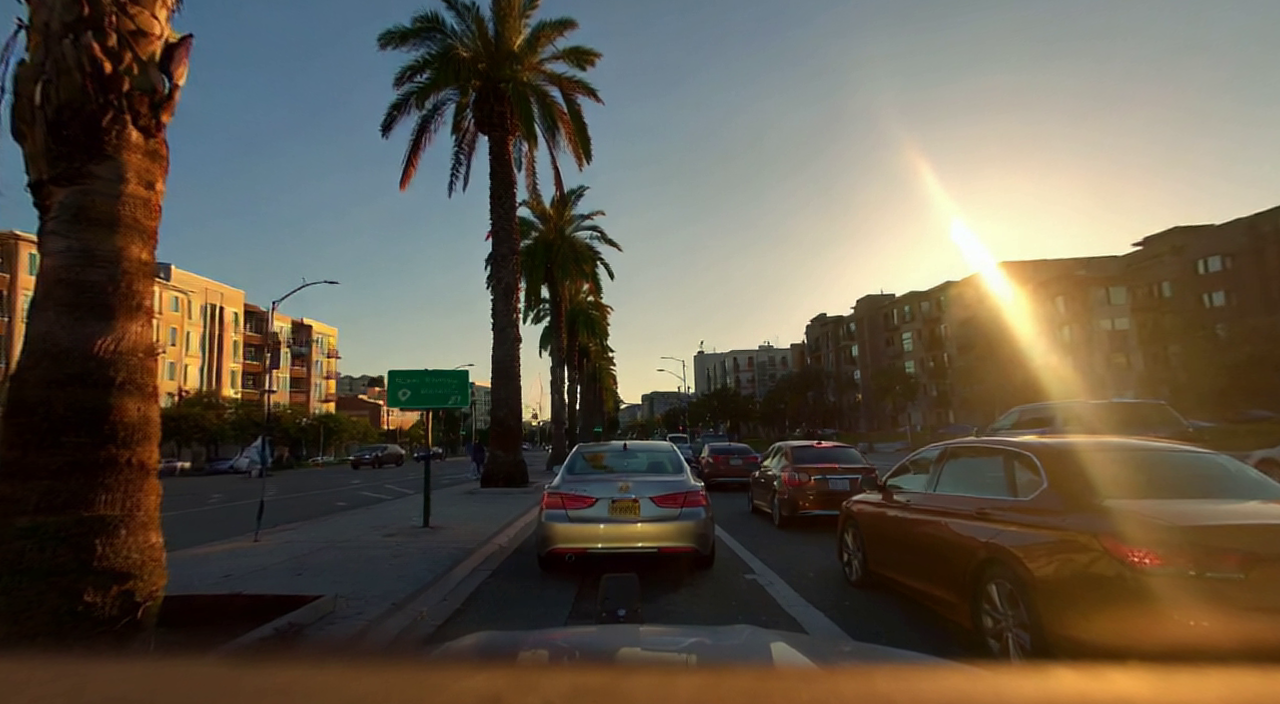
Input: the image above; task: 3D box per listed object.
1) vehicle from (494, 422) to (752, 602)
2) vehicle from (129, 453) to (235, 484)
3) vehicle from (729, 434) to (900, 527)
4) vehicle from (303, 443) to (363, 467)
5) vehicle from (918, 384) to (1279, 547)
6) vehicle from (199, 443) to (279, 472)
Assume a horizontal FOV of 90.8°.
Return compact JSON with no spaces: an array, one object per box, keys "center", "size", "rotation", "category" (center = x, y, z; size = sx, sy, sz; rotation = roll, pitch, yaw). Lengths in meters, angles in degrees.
[{"center":[-0.155,1.638,7.343],"size":[2.158,1.498,3.919],"rotation":[0,-8,0],"category":"vehicle"},{"center":[-23.732,6.012,33.000],"size":[1.972,1.425,4.765],"rotation":[0,-8,0],"category":"vehicle"},{"center":[3.088,2.368,12.270],"size":[1.925,1.451,4.436],"rotation":[0,-8,-2],"category":"vehicle"},{"center":[-23.974,8.044,49.644],"size":[2.055,1.759,5.200],"rotation":[0,-8,1],"category":"vehicle"},{"center":[7.206,1.857,10.925],"size":[2.254,2.072,5.577],"rotation":[0,-8,0],"category":"vehicle"},{"center":[-28.302,7.445,44.836],"size":[2.115,1.884,5.481],"rotation":[0,-8,0],"category":"vehicle"}]
